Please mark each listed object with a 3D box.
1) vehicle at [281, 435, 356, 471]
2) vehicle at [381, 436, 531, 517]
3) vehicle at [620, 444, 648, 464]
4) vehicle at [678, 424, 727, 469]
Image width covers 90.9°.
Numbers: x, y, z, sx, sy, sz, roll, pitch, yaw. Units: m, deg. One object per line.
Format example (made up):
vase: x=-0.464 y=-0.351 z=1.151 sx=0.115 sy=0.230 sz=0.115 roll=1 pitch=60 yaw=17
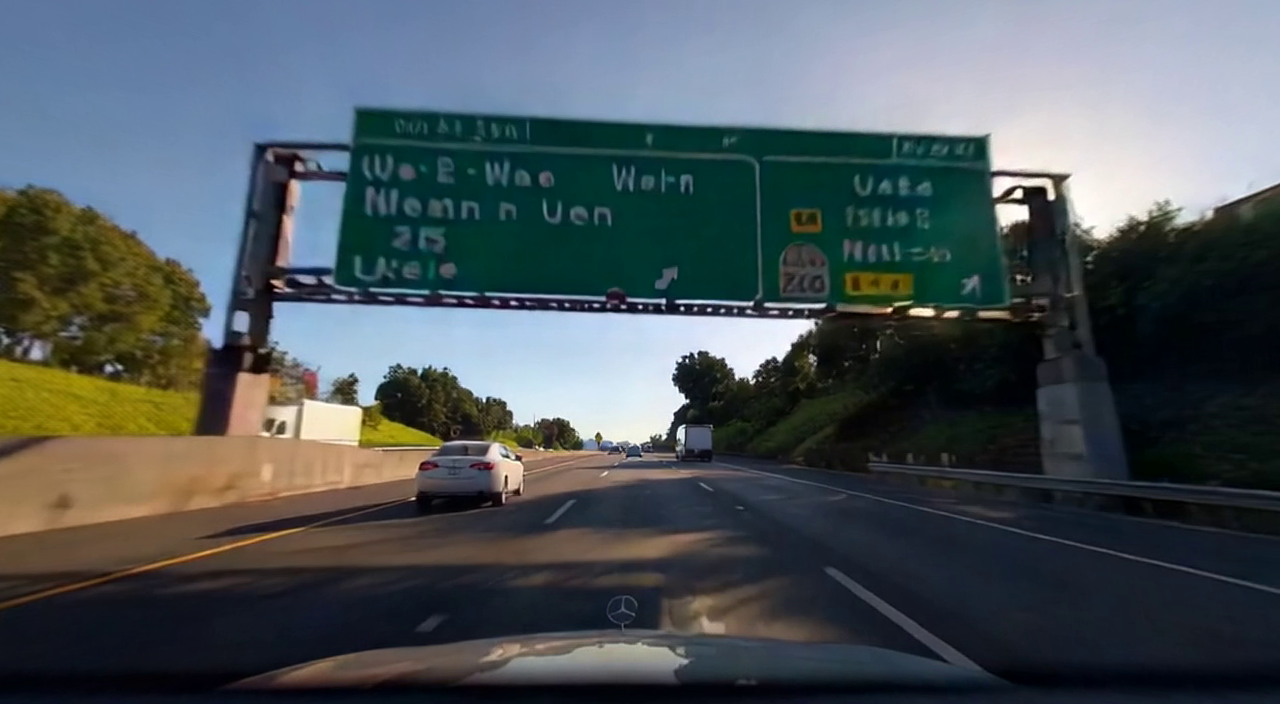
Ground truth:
vehicle: x=-19.356 y=6.126 z=38.187 sx=2.007 sy=2.011 sz=4.830 roll=0 pitch=-9 yaw=-1
vehicle: x=-3.913 y=2.724 z=14.289 sx=2.054 sy=1.529 sz=4.368 roll=0 pitch=-9 yaw=0
vehicle: x=-0.448 y=7.580 z=46.872 sx=2.007 sy=1.456 sz=3.719 roll=0 pitch=-9 yaw=-1
vehicle: x=3.851 y=6.005 z=40.095 sx=2.361 sy=2.636 sz=5.684 roll=0 pitch=-9 yaw=-1
